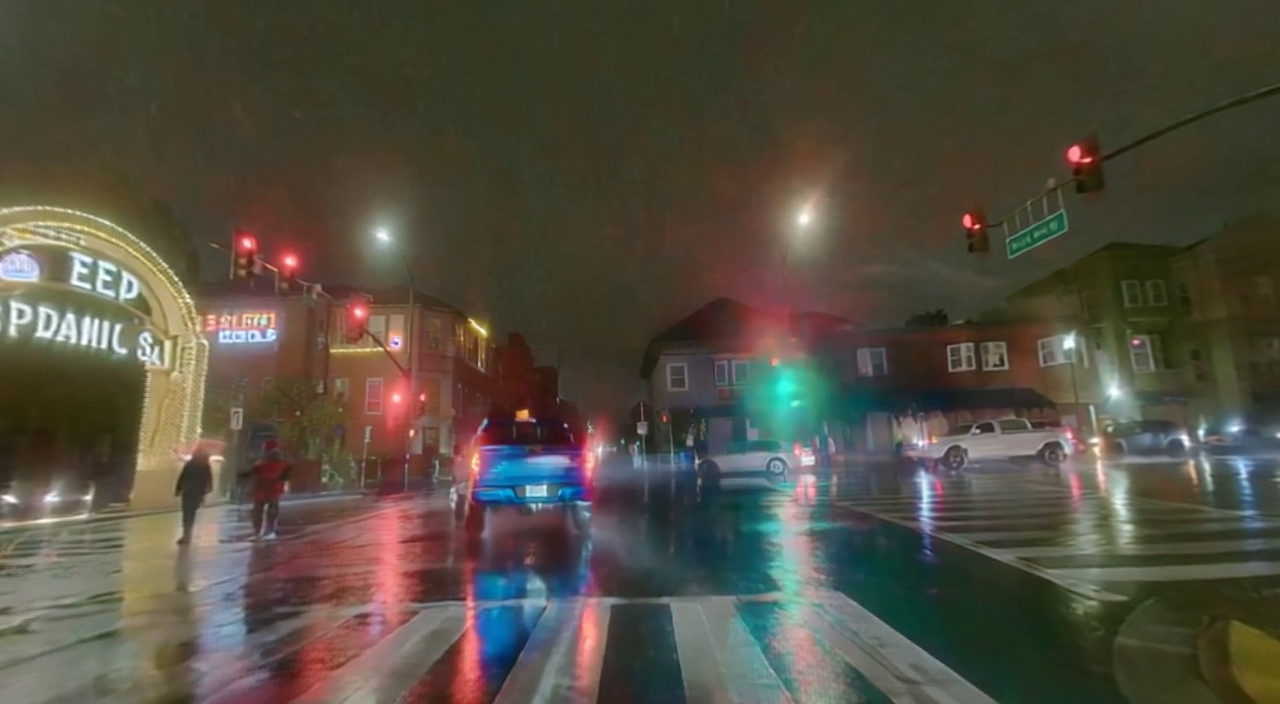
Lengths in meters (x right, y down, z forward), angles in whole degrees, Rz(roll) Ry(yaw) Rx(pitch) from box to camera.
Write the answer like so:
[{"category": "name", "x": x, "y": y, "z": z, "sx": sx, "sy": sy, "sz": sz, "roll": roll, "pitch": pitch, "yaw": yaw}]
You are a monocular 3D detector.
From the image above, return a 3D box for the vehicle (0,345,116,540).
[{"category": "vehicle", "x": -22.259, "y": 2.386, "z": 16.537, "sx": 13.729, "sy": 4.662, "sz": 3.300, "roll": 0, "pitch": -8, "yaw": 0}]

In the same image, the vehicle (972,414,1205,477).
[{"category": "vehicle", "x": 11.461, "y": 2.418, "z": 16.361, "sx": 4.600, "sy": 1.506, "sz": 1.878, "roll": 0, "pitch": -8, "yaw": -2}]

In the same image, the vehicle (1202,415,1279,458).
[{"category": "vehicle", "x": 25.748, "y": 3.474, "z": 25.759, "sx": 3.662, "sy": 1.666, "sz": 1.937, "roll": 0, "pitch": -8, "yaw": -1}]

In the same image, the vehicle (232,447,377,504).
[{"category": "vehicle", "x": -13.456, "y": 4.942, "z": 25.478, "sx": 4.799, "sy": 1.909, "sz": 2.011, "roll": -3, "pitch": -7, "yaw": 2}]

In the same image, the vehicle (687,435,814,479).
[{"category": "vehicle", "x": 4.108, "y": 3.995, "z": 24.082, "sx": 4.515, "sy": 1.583, "sz": 1.920, "roll": 0, "pitch": -8, "yaw": 3}]

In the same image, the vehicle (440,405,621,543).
[{"category": "vehicle", "x": -2.434, "y": 2.232, "z": 12.336, "sx": 2.477, "sy": 2.020, "sz": 5.534, "roll": 3, "pitch": -9, "yaw": -20}]

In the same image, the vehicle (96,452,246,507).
[{"category": "vehicle", "x": -18.833, "y": 5.113, "z": 25.479, "sx": 4.398, "sy": 2.057, "sz": 1.959, "roll": 0, "pitch": -8, "yaw": -1}]
